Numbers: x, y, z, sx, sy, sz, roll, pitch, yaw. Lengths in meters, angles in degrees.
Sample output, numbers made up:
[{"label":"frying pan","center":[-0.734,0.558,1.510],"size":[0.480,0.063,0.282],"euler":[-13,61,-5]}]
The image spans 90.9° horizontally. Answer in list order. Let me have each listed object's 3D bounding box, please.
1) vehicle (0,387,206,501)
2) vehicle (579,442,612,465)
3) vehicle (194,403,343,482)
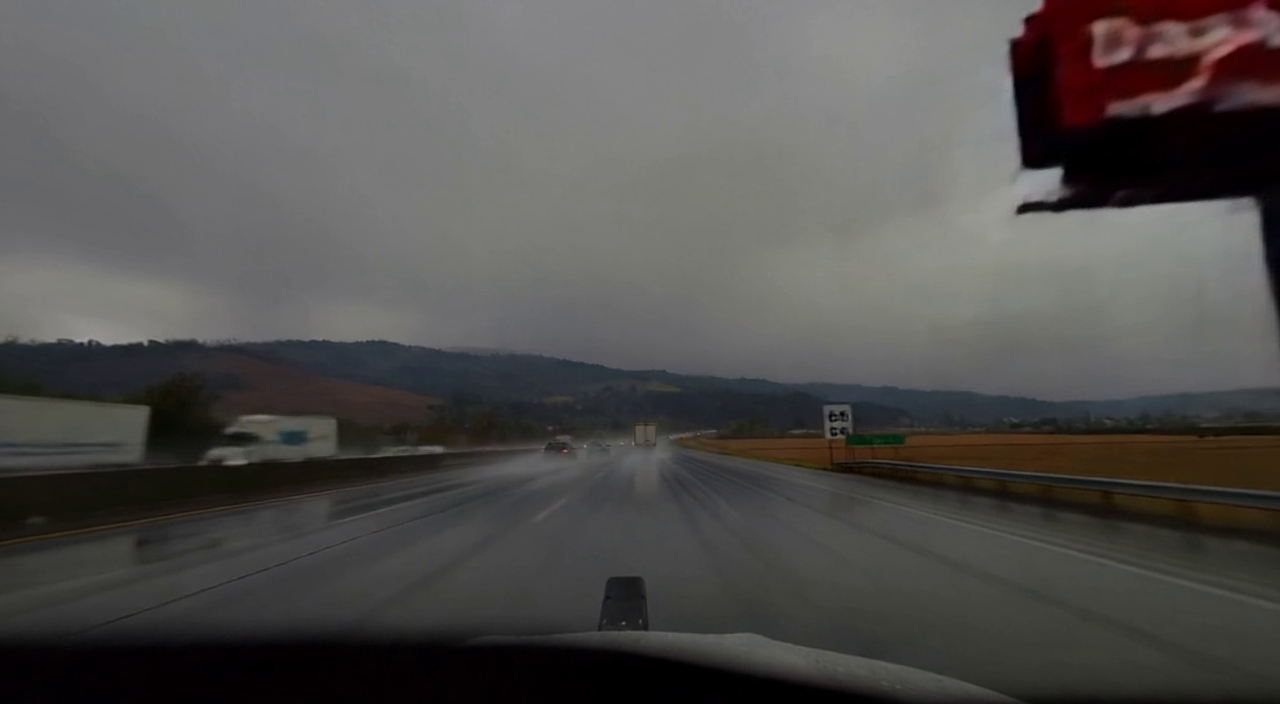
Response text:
[{"label":"vehicle","center":[-24.989,3.781,25.885],"size":[2.879,4.158,16.173],"euler":[0,-8,0]},{"label":"vehicle","center":[-3.200,7.421,46.332],"size":[2.042,1.532,4.396],"euler":[0,-8,1]},{"label":"vehicle","center":[-20.659,5.152,35.956],"size":[3.039,3.894,8.649],"euler":[0,-8,1]}]
